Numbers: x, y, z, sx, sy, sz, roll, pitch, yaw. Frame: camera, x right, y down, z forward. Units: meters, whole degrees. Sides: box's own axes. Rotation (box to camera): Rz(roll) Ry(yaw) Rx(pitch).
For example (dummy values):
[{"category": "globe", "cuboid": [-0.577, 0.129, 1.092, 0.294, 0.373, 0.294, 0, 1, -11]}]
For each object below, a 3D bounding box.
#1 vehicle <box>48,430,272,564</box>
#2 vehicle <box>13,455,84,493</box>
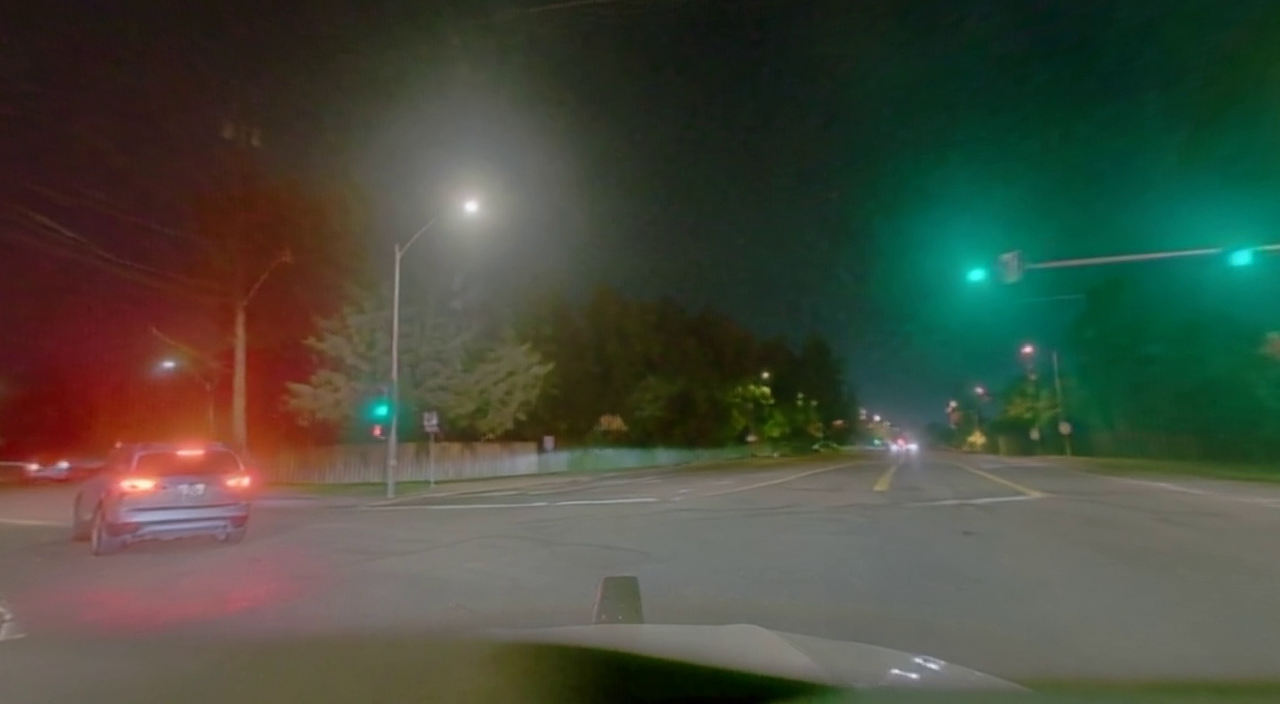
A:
[{"category": "vehicle", "cuboid": [-8.598, 2.374, 11.169, 4.580, 1.827, 2.230, -8, -12, 43]}, {"category": "vehicle", "cuboid": [-26.693, 5.428, 28.443, 4.655, 1.476, 1.929, -8, -13, 44]}]
